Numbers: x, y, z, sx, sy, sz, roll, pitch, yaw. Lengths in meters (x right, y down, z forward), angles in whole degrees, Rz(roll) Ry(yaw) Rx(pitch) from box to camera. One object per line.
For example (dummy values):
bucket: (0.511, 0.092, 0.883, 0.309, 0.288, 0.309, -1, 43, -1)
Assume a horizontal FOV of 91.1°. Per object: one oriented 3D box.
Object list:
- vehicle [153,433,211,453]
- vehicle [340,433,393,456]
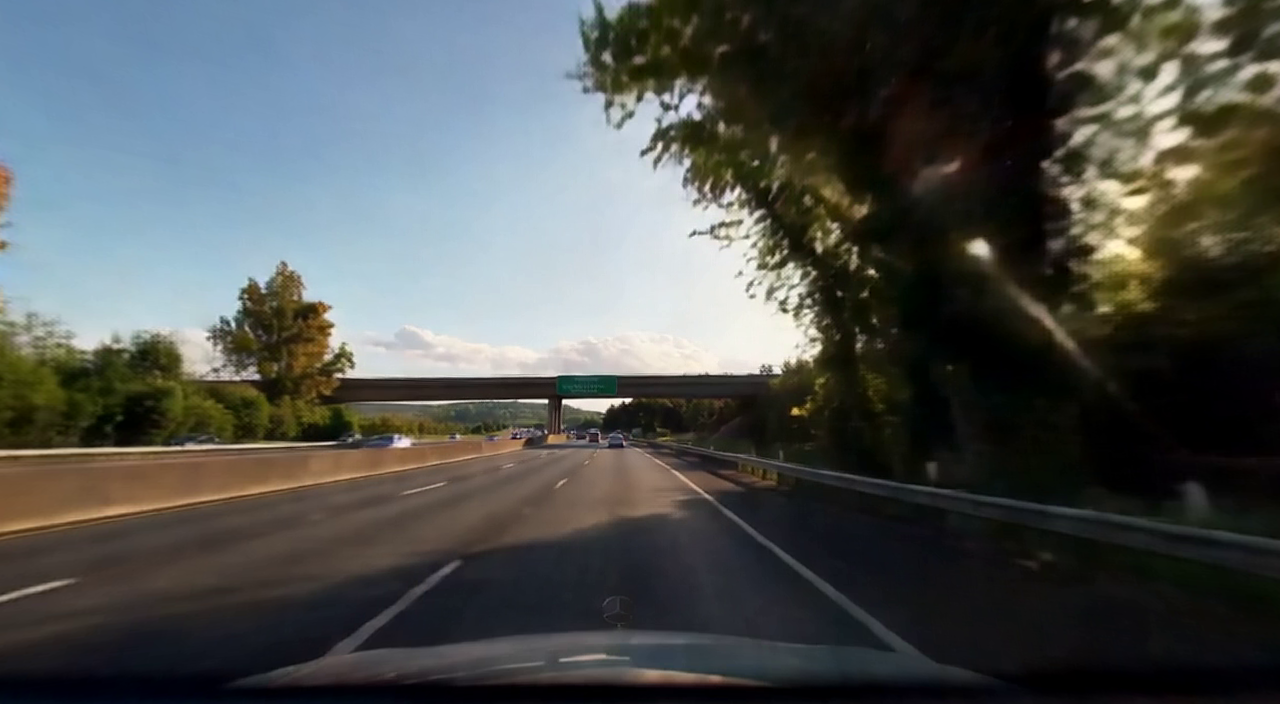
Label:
vehicle: (-34.594, 6.896, 47.578, 1.673, 1.422, 3.610, 0, -8, -2)
vehicle: (-19.207, 6.502, 44.354, 1.888, 1.487, 4.438, 0, -8, -2)
